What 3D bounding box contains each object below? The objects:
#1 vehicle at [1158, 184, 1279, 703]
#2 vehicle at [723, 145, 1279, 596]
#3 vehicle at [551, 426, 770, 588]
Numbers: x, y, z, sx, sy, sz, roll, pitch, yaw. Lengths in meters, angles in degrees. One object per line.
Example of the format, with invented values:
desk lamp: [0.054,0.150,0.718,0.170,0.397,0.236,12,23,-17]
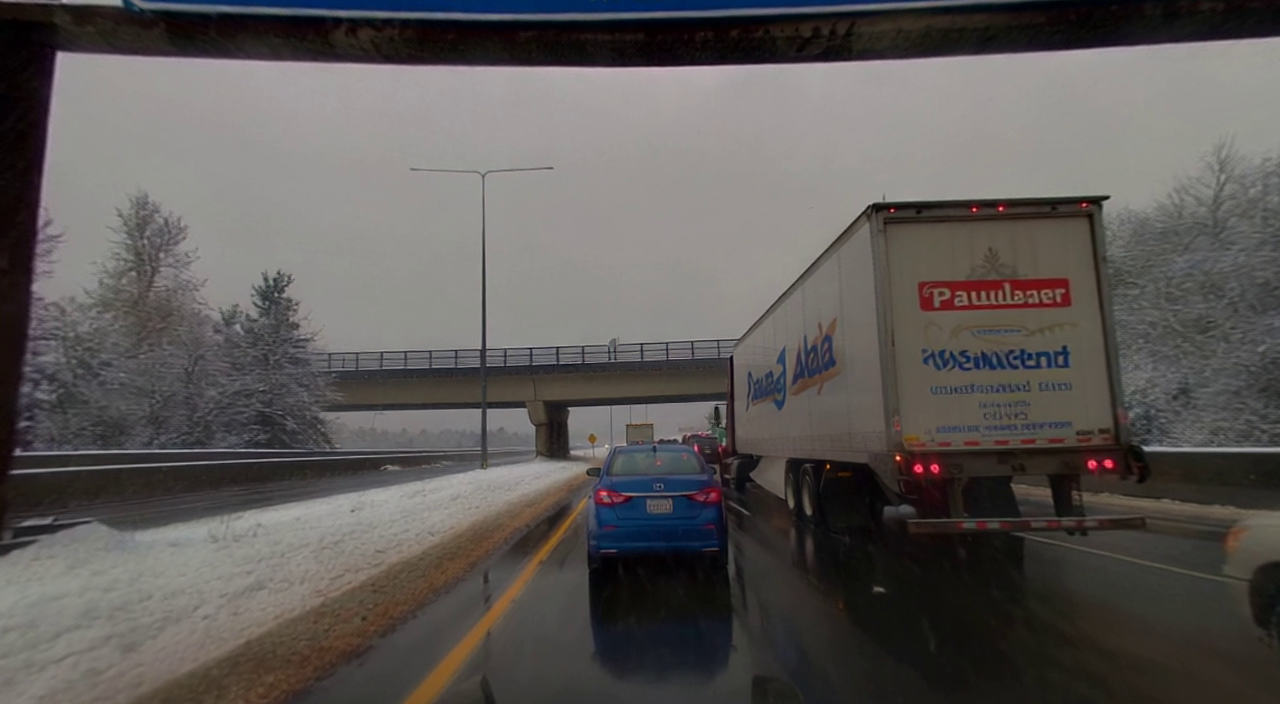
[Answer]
vehicle: [4.741,0.077,0.439,2.892,2.615,6.650,0,-8,-2]
vehicle: [4.219,1.062,12.776,2.827,4.081,14.305,0,-8,-1]
vehicle: [0.180,1.715,7.775,2.045,1.490,3.597,-1,-8,0]
